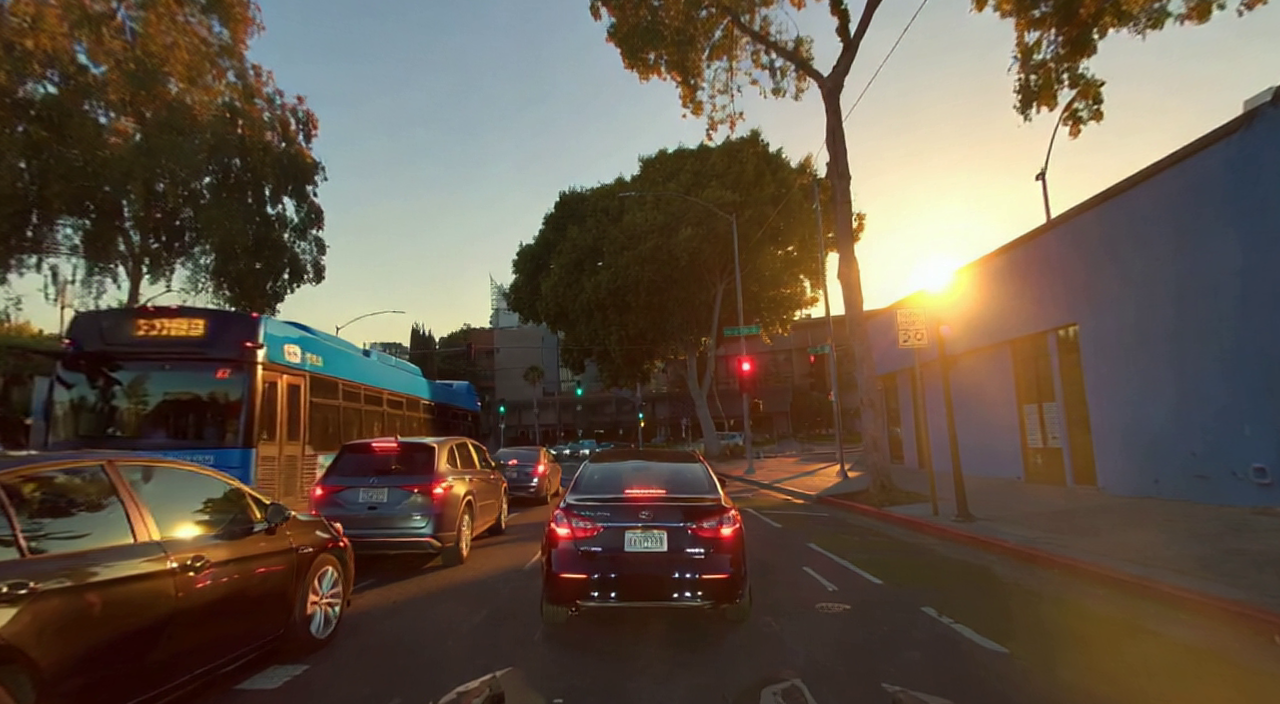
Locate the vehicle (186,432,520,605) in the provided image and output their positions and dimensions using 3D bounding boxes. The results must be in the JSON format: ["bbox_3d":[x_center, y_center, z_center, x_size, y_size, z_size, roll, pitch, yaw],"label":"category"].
[{"bbox_3d":[-2.922,1.772,7.734,1.944,1.481,4.385,0,-8,1],"label":"vehicle"}]

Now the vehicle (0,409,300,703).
[{"bbox_3d":[-3.169,0.880,1.729,1.867,1.486,4.452,0,-8,2],"label":"vehicle"}]

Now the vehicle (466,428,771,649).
[{"bbox_3d":[-0.136,1.531,6.172,2.031,1.461,3.763,0,-8,0],"label":"vehicle"}]
